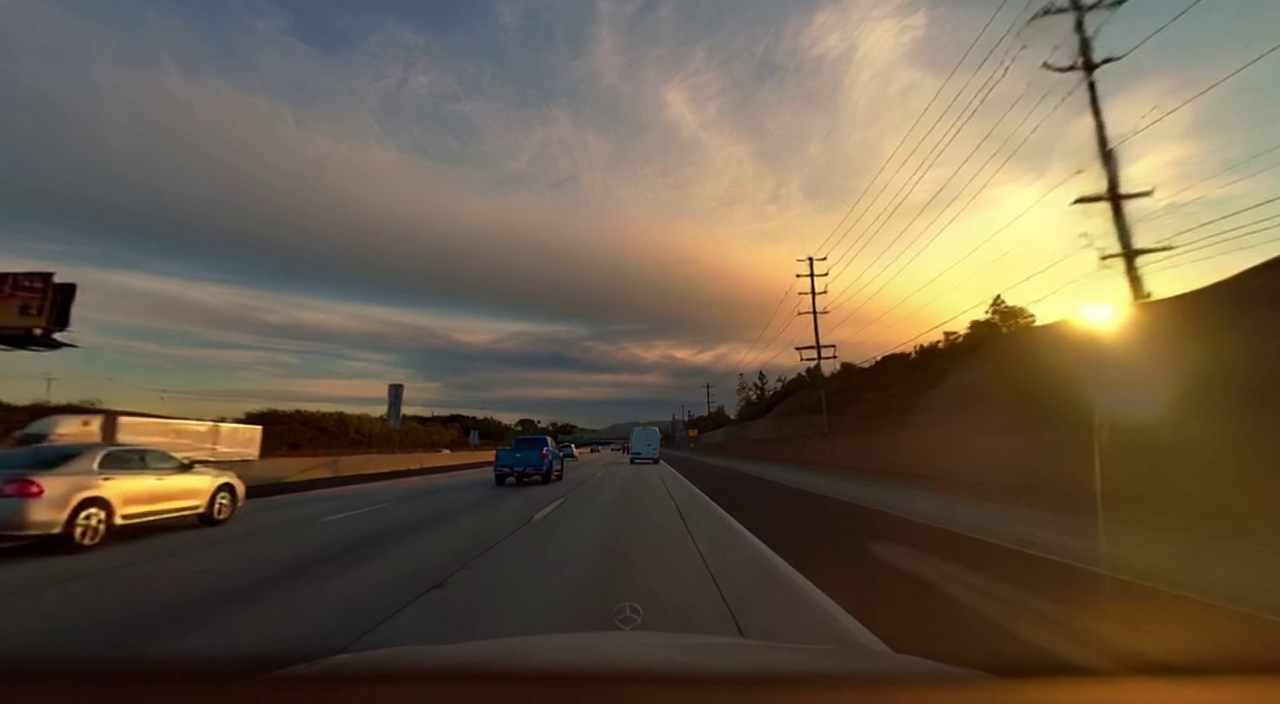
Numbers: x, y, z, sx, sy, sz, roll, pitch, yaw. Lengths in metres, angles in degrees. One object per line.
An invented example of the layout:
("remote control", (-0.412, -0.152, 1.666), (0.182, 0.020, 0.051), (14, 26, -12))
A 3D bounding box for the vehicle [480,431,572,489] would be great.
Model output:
("vehicle", (-3.718, 3.634, 21.485), (2.145, 1.730, 4.729), (0, -8, 1))

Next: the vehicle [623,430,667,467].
("vehicle", (0.282, 6.327, 41.301), (2.692, 2.279, 5.695), (0, -8, 0))

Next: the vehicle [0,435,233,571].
("vehicle", (-7.963, 1.863, 8.367), (1.941, 1.475, 4.597), (0, -8, 1))
